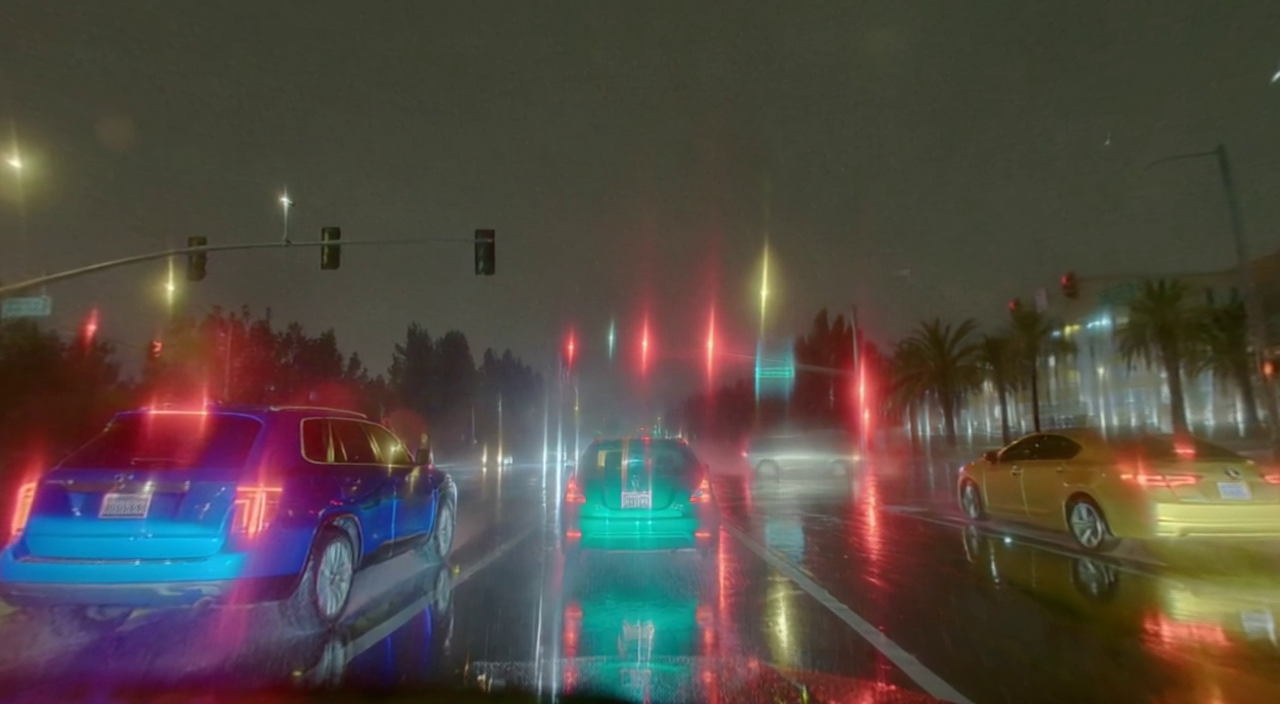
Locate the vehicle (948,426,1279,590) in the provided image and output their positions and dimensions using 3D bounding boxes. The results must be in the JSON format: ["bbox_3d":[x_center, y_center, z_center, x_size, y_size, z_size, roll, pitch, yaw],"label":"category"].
[{"bbox_3d":[6.093,1.763,8.105,1.970,1.489,4.482,0,-8,-1],"label":"vehicle"}]

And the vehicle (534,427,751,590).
[{"bbox_3d":[-0.005,1.702,7.727,1.942,1.445,3.973,0,-8,-1],"label":"vehicle"}]

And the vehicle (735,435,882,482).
[{"bbox_3d":[5.994,3.855,22.955,4.742,1.605,2.117,0,-8,0],"label":"vehicle"}]

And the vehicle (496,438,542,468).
[{"bbox_3d":[-7.962,6.699,42.013,2.130,1.810,4.450,-2,-8,1],"label":"vehicle"}]

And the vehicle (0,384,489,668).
[{"bbox_3d":[-3.104,1.369,6.097,2.051,1.682,4.467,0,-8,2],"label":"vehicle"}]
